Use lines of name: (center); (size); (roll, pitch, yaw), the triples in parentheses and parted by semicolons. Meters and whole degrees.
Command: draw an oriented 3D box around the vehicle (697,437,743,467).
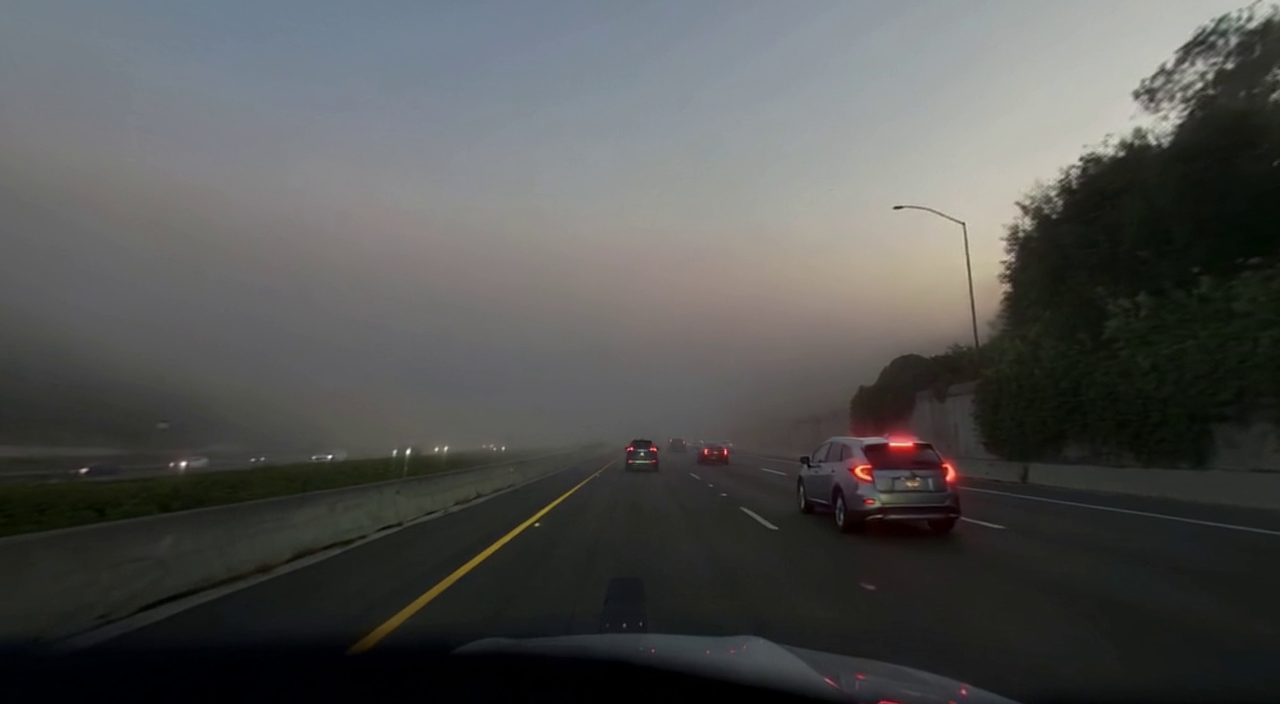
vehicle: (4.220, 5.349, 33.784); (1.825, 1.487, 4.034); (0, -8, -1)

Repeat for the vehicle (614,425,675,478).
vehicle: (0.159, 3.877, 24.761); (2.189, 1.852, 4.038); (0, -8, 0)

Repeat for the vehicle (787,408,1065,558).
vehicle: (3.745, 1.788, 9.359); (2.003, 1.661, 4.418); (0, -8, 0)
